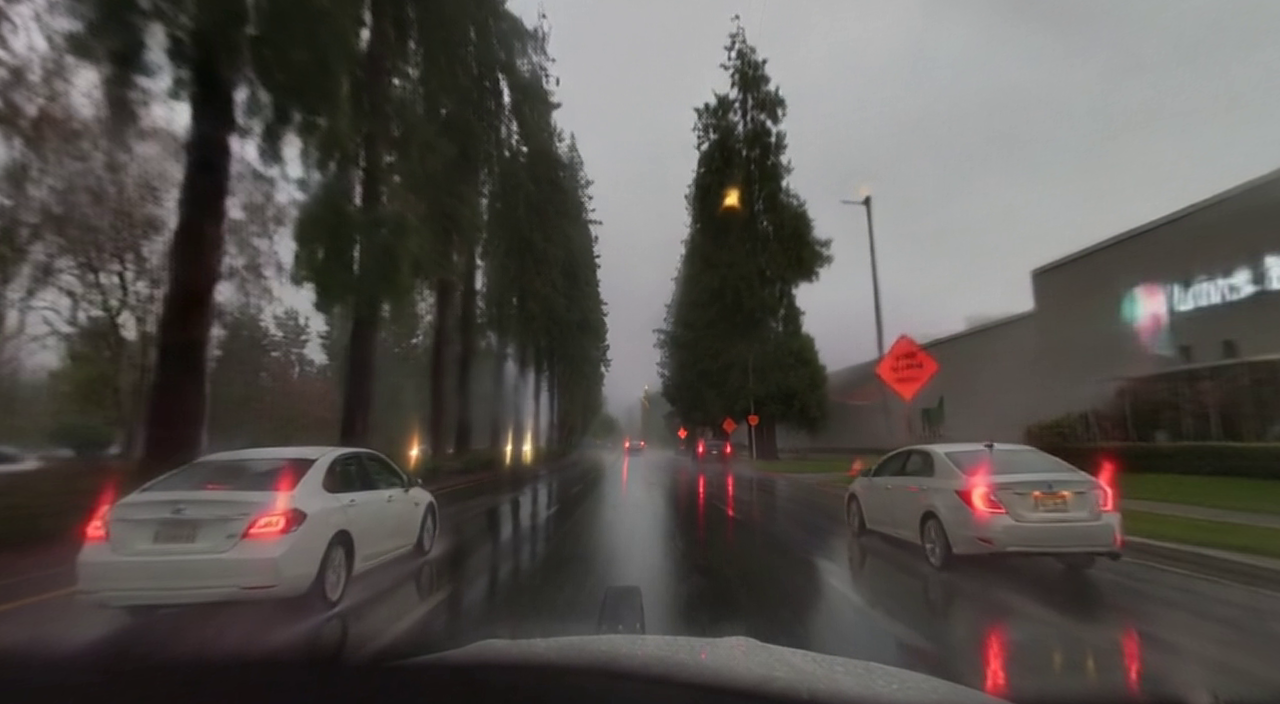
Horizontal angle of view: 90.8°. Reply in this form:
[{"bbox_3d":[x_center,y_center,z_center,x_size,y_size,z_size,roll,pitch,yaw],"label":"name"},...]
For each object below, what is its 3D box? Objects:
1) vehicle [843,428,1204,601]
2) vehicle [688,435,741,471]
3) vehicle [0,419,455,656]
[{"bbox_3d":[3.976,1.704,7.461,1.827,1.491,3.743,0,-9,-1],"label":"vehicle"},{"bbox_3d":[3.904,5.424,34.139,2.159,1.793,4.735,0,-9,-2],"label":"vehicle"},{"bbox_3d":[-3.384,1.475,6.100,2.020,1.474,4.098,0,-9,-1],"label":"vehicle"}]
